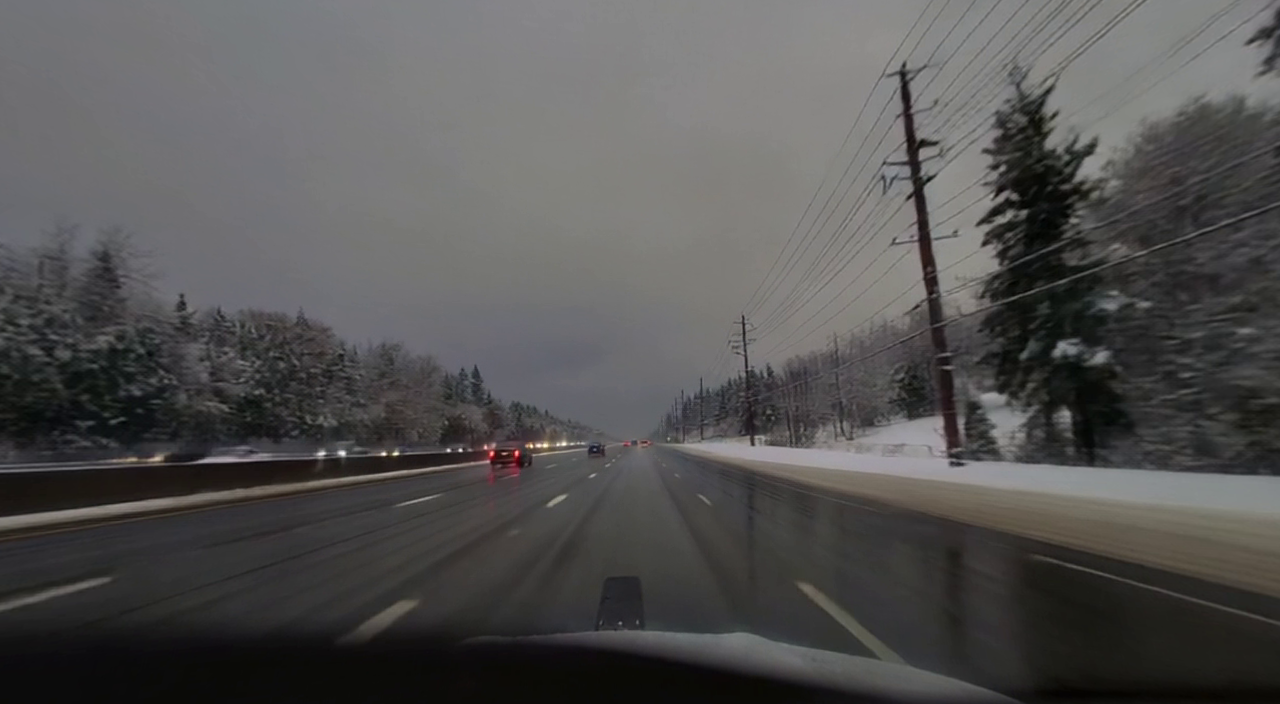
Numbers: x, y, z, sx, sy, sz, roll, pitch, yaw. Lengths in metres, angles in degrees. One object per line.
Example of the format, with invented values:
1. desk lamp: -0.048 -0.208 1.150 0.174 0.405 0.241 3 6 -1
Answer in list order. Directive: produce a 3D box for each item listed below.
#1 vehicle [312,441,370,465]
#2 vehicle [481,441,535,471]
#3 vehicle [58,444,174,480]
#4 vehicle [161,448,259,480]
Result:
1. vehicle: -21.621 7.340 45.763 1.934 1.598 4.794 0 -9 0
2. vehicle: -7.412 5.877 35.793 2.034 1.563 4.476 0 -9 1
3. vehicle: -25.382 5.320 30.728 1.897 1.611 4.344 0 -9 0
4. vehicle: -21.679 5.649 31.989 1.855 1.496 4.408 0 -9 0
